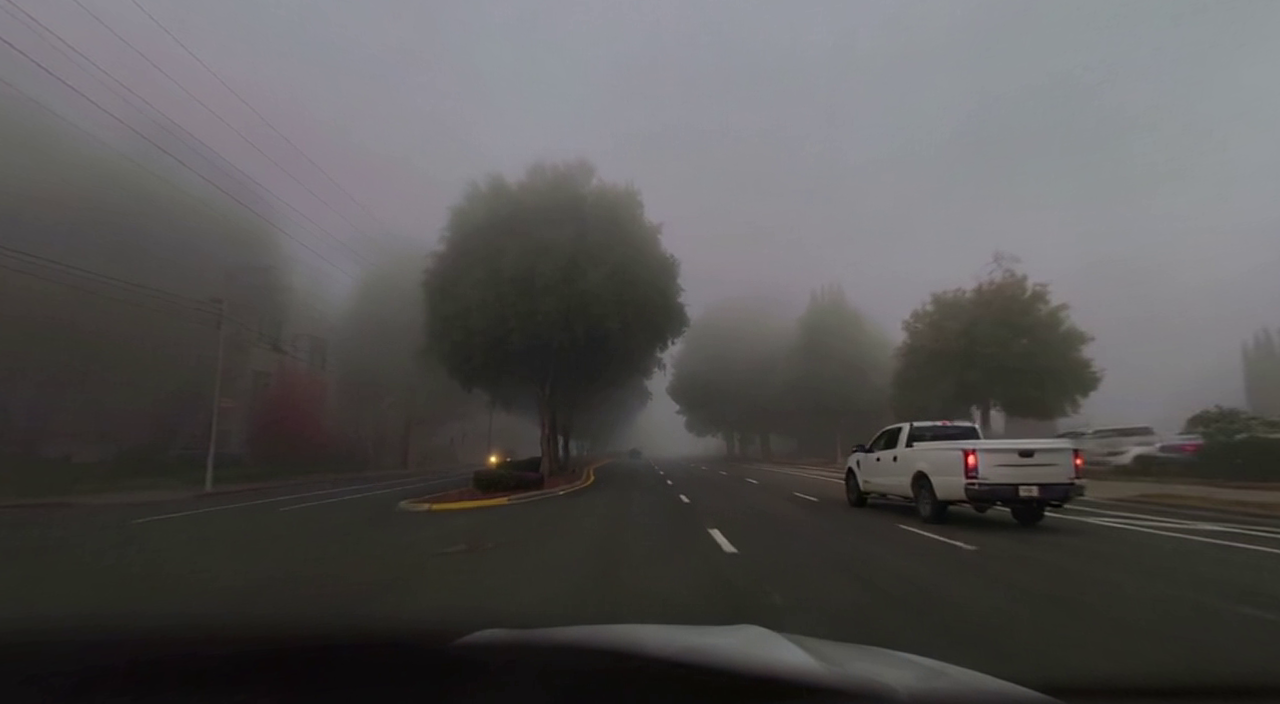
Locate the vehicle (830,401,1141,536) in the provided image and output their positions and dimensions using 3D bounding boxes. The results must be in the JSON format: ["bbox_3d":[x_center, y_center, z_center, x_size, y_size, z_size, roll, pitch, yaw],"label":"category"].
[{"bbox_3d":[5.985,2.177,12.352,2.493,1.956,6.125,0,-9,-1],"label":"vehicle"}]
